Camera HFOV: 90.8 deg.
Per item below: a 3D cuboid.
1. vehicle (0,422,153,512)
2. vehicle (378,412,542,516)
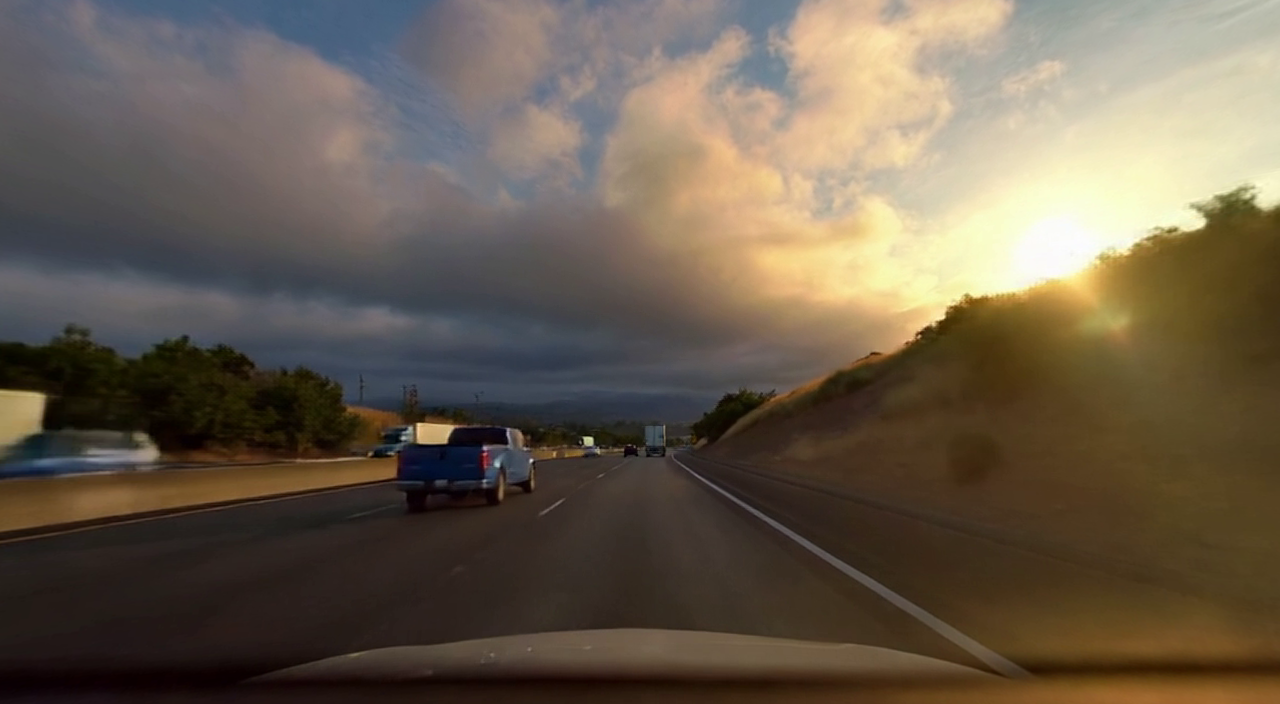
[{"bbox_3d":[-18.862,3.571,19.915,2.295,2.456,5.687,0,-9,1],"label":"vehicle"},{"bbox_3d":[-3.846,2.538,14.706,2.216,1.949,5.237,0,-9,1],"label":"vehicle"}]
